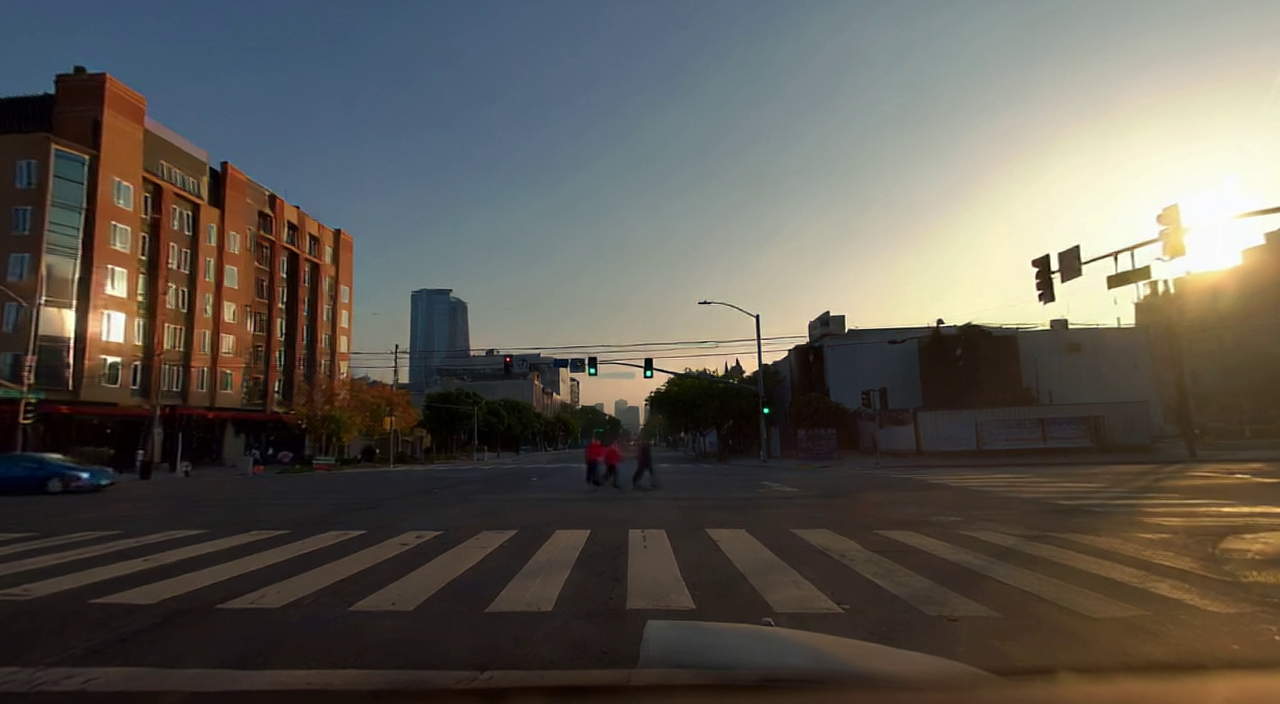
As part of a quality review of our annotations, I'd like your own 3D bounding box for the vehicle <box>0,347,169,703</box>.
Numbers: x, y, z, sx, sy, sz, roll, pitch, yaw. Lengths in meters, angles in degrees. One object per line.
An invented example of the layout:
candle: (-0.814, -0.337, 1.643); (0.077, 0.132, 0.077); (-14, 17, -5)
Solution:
vehicle: (-3.635, 0.616, 1.061); (2.109, 1.692, 4.587); (0, -8, 0)
